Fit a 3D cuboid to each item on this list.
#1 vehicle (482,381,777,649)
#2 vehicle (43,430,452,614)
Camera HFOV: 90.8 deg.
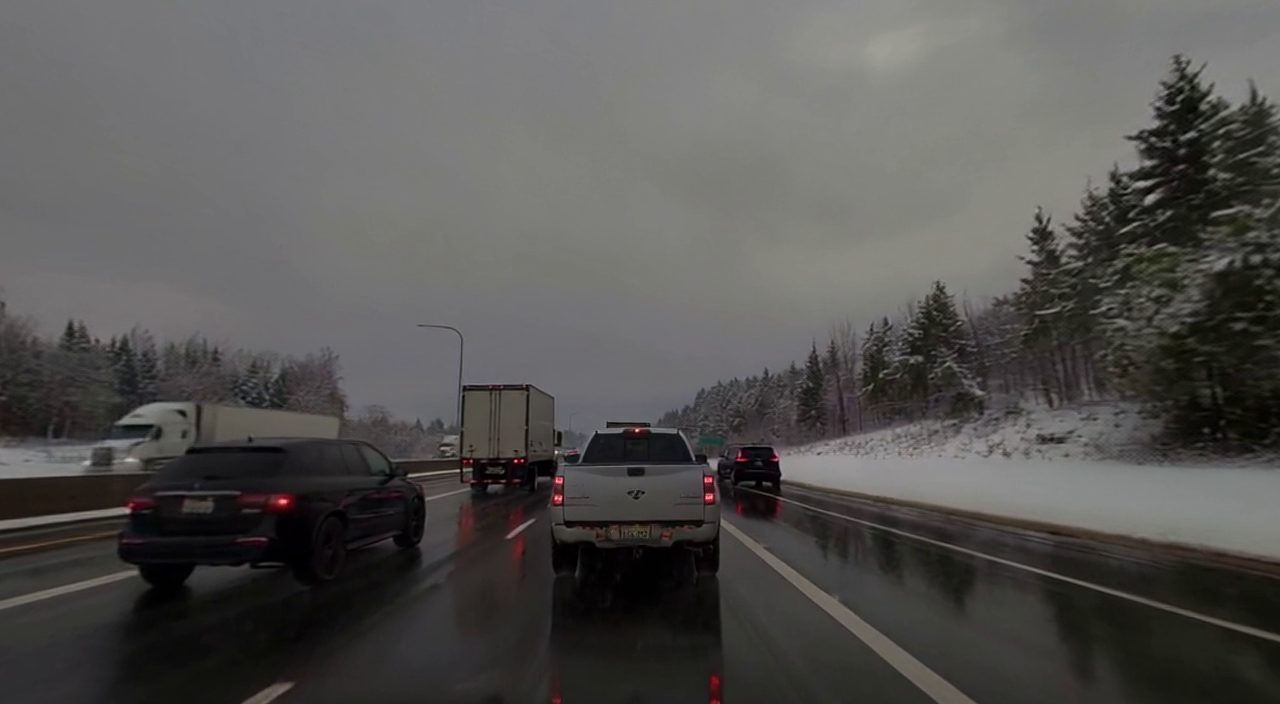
[{"bbox_3d":[-0.100,1.360,6.066,1.995,1.798,3.380,0,-9,-1],"label":"vehicle"},{"bbox_3d":[-3.933,1.759,7.504,1.986,1.501,4.407,-1,-9,1],"label":"vehicle"}]
